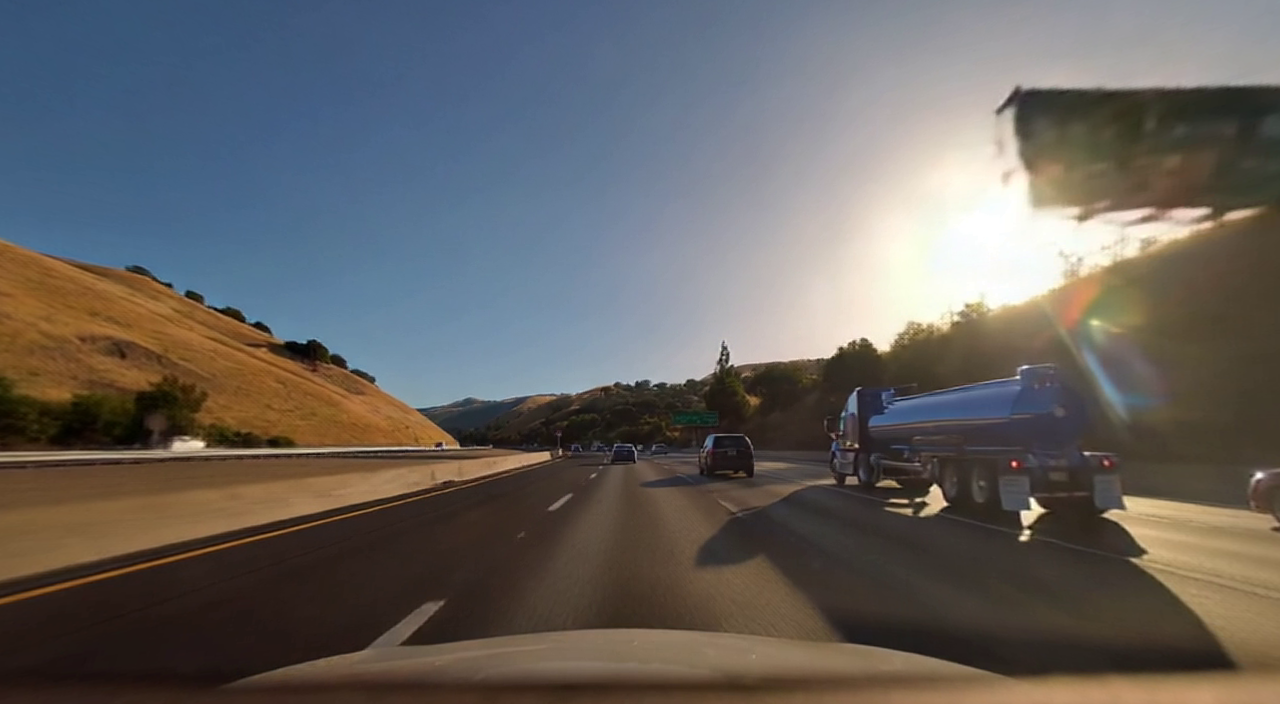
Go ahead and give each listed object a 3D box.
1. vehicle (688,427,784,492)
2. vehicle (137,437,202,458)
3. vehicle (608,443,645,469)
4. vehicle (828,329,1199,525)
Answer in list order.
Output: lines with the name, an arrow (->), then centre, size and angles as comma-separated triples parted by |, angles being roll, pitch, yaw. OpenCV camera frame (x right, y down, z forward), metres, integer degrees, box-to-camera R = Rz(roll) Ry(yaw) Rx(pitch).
vehicle -> 2.862, 3.350, 19.989 | 2.098, 1.794, 4.561 | 0, -9, -3
vehicle -> -36.271, 7.389, 48.842 | 1.733, 1.482, 4.491 | 1, -9, -3
vehicle -> -0.861, 6.157, 37.580 | 2.083, 1.477, 3.965 | 0, -9, -2
vehicle -> 7.552, 1.933, 15.341 | 2.805, 3.212, 9.978 | 0, -9, -1
